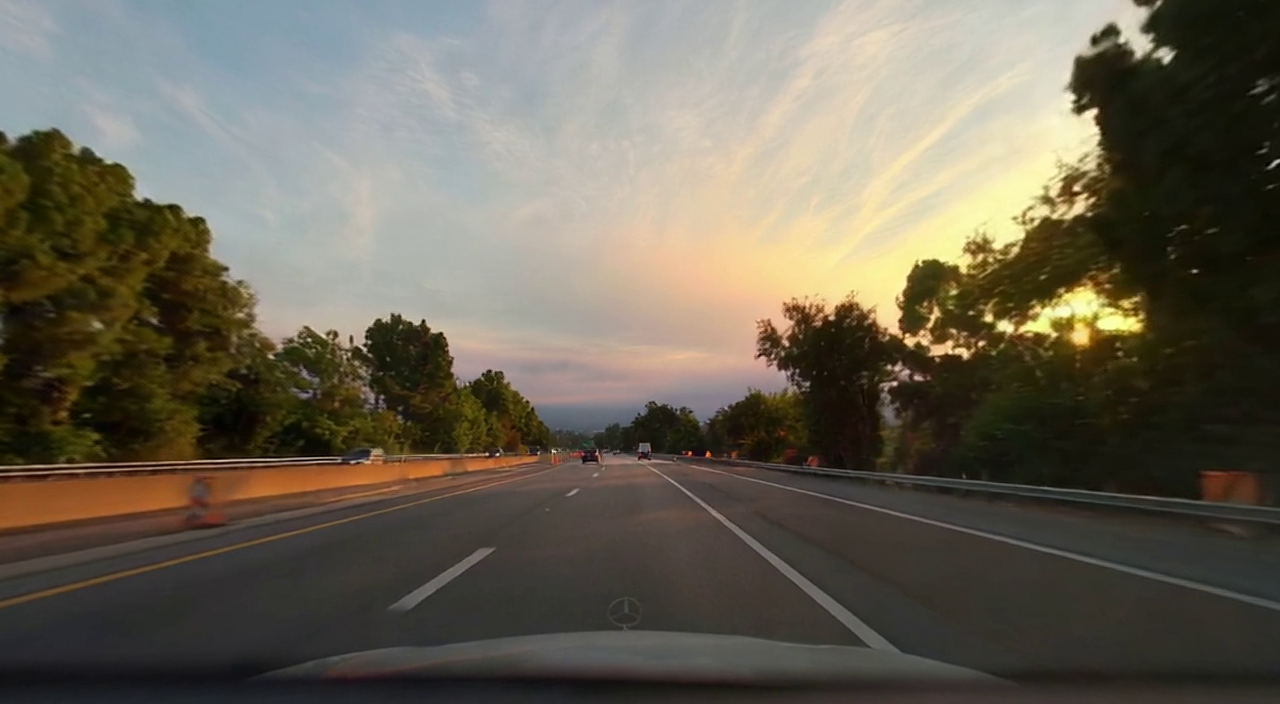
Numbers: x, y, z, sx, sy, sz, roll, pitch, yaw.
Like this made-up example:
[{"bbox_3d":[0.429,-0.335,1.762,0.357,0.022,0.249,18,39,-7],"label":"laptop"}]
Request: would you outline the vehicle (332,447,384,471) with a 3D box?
[{"bbox_3d":[-18.276,6.912,40.935,1.730,1.462,3.573,0,-9,-1],"label":"vehicle"}]
